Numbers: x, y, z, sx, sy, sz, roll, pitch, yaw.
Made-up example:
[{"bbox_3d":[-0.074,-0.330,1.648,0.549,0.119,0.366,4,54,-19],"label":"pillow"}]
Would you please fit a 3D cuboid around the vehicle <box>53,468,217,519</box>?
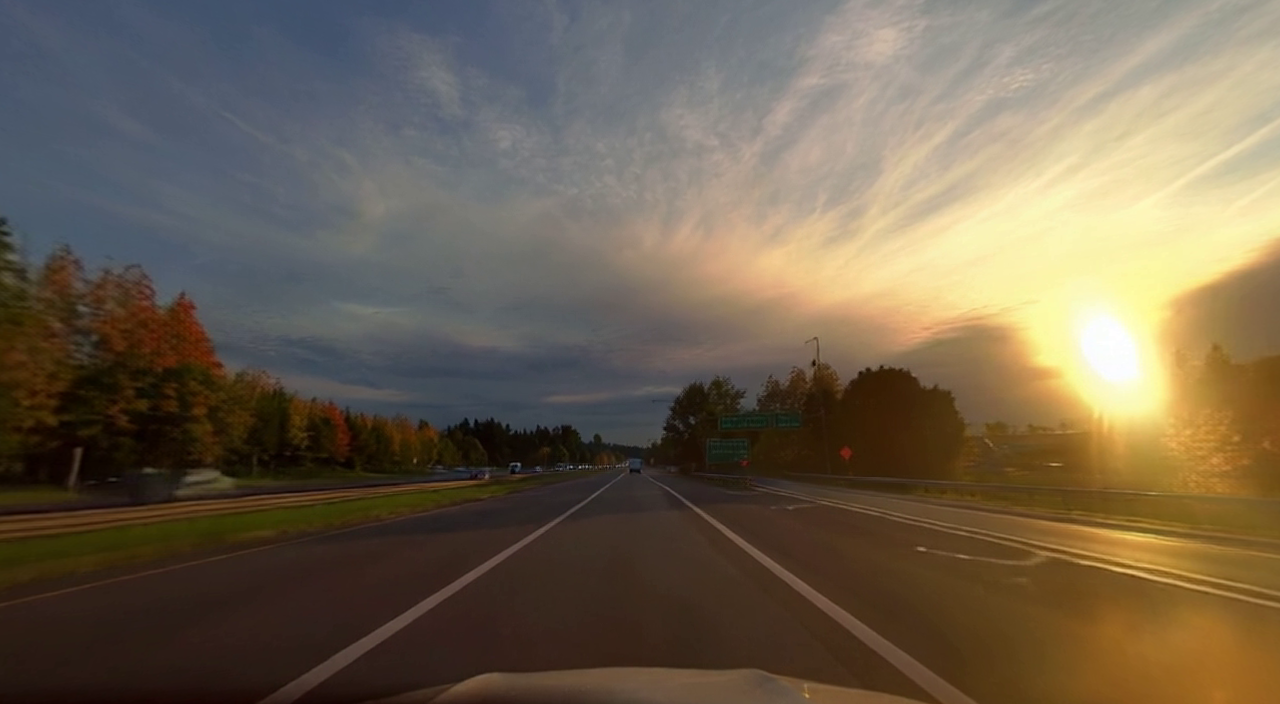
[{"bbox_3d":[-16.446,4.593,20.869,1.791,1.452,4.326,1,-11,1],"label":"vehicle"}]
